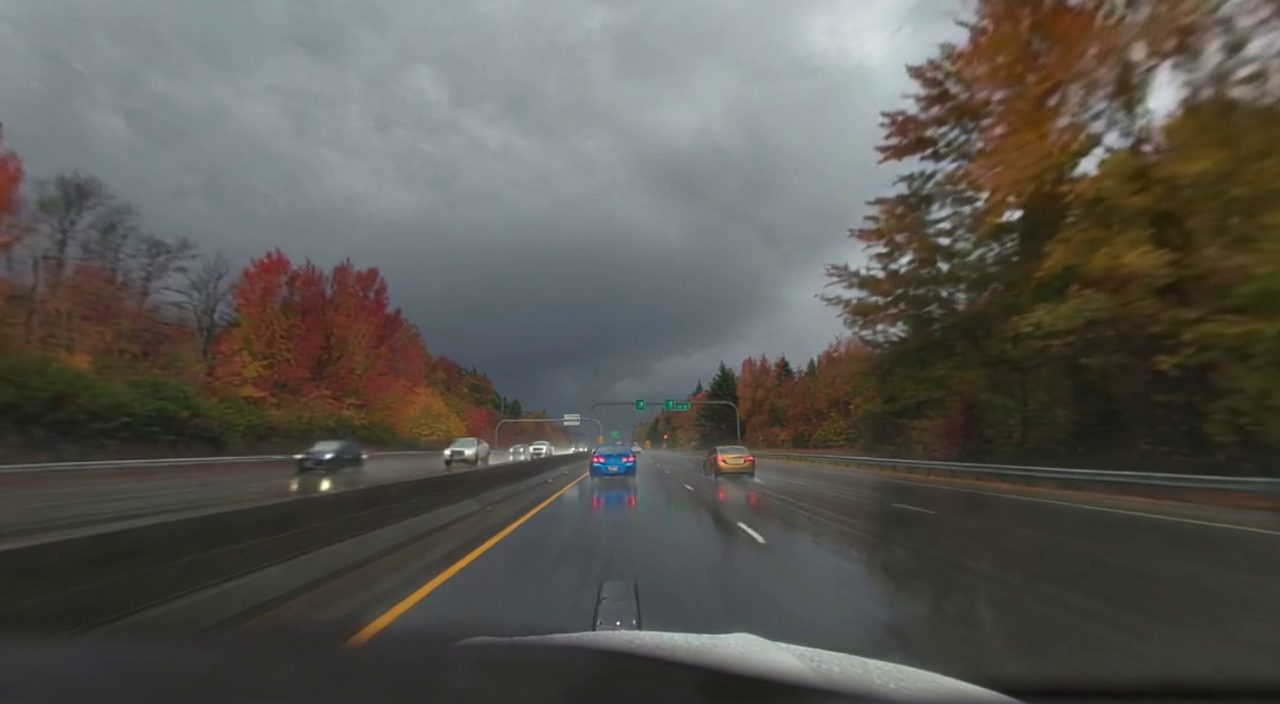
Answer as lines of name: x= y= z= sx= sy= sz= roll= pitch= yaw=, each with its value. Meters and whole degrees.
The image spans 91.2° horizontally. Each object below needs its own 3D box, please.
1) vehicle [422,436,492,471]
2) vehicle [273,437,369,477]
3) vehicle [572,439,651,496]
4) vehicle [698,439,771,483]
vehicle: x=-9.436 y=5.297 z=32.814 sx=2.285 sy=1.652 sz=4.883 roll=0 pitch=-9 yaw=-1
vehicle: x=-13.443 y=4.457 z=26.725 sx=1.904 sy=1.533 sz=4.151 roll=0 pitch=-9 yaw=-1
vehicle: x=-0.789 y=3.452 z=19.102 sx=2.128 sy=1.516 sz=4.410 roll=0 pitch=-9 yaw=-1
vehicle: x=3.711 y=4.407 z=25.507 sx=2.300 sy=1.595 sz=4.144 roll=-1 pitch=-9 yaw=0
